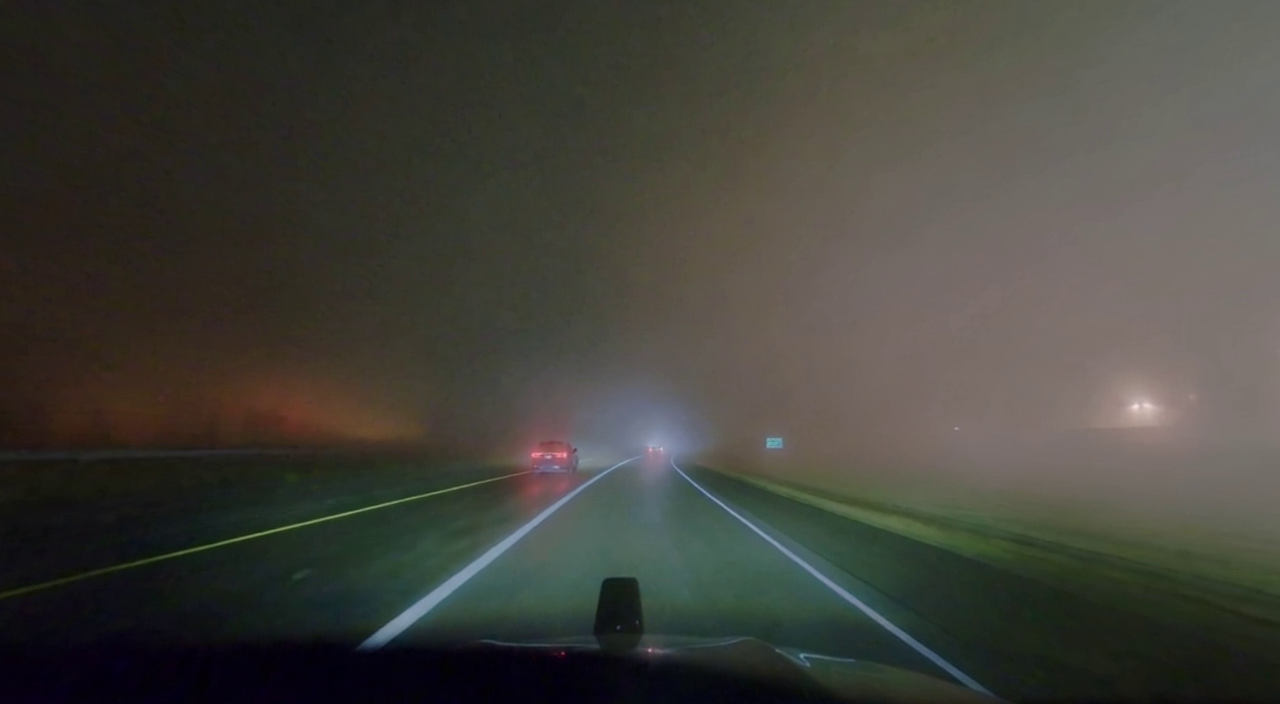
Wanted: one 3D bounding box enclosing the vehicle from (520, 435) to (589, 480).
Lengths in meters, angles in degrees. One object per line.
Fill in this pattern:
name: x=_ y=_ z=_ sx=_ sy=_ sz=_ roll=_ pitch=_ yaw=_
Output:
vehicle: x=-3.603 y=4.579 z=27.566 sx=2.193 sy=1.771 sz=4.757 roll=0 pitch=-9 yaw=2
